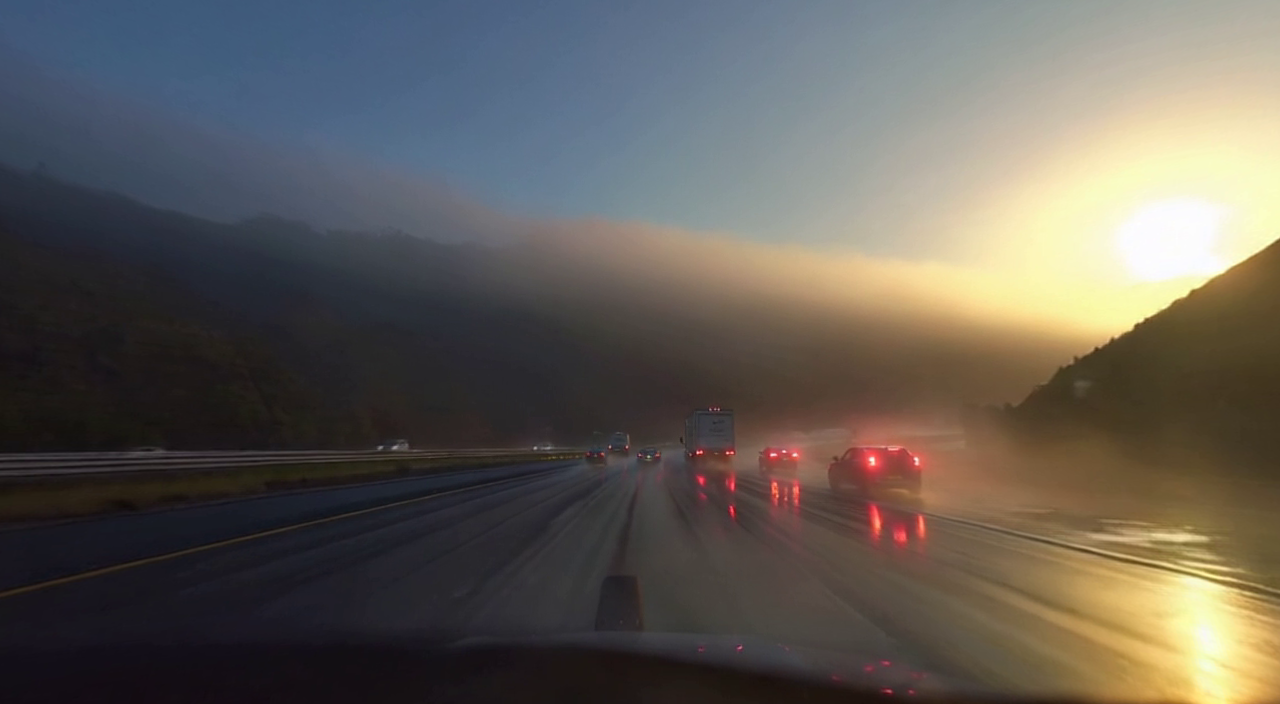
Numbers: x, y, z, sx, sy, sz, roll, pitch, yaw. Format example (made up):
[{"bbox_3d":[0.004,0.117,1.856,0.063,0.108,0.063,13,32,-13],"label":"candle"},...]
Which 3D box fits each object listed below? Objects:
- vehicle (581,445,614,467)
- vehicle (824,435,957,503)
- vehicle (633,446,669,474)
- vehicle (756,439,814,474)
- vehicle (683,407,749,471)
[{"bbox_3d":[-3.136,7.746,47.052,2.132,1.506,4.256,0,-9,0],"label":"vehicle"},{"bbox_3d":[7.020,3.311,18.244,2.044,1.676,4.421,0,-9,0],"label":"vehicle"},{"bbox_3d":[0.614,5.994,35.196,1.866,1.492,3.932,0,-9,1],"label":"vehicle"},{"bbox_3d":[7.994,5.787,35.149,2.143,1.775,4.729,0,-9,0],"label":"vehicle"},{"bbox_3d":[4.704,5.820,41.650,3.130,3.607,11.129,0,-9,1],"label":"vehicle"}]
